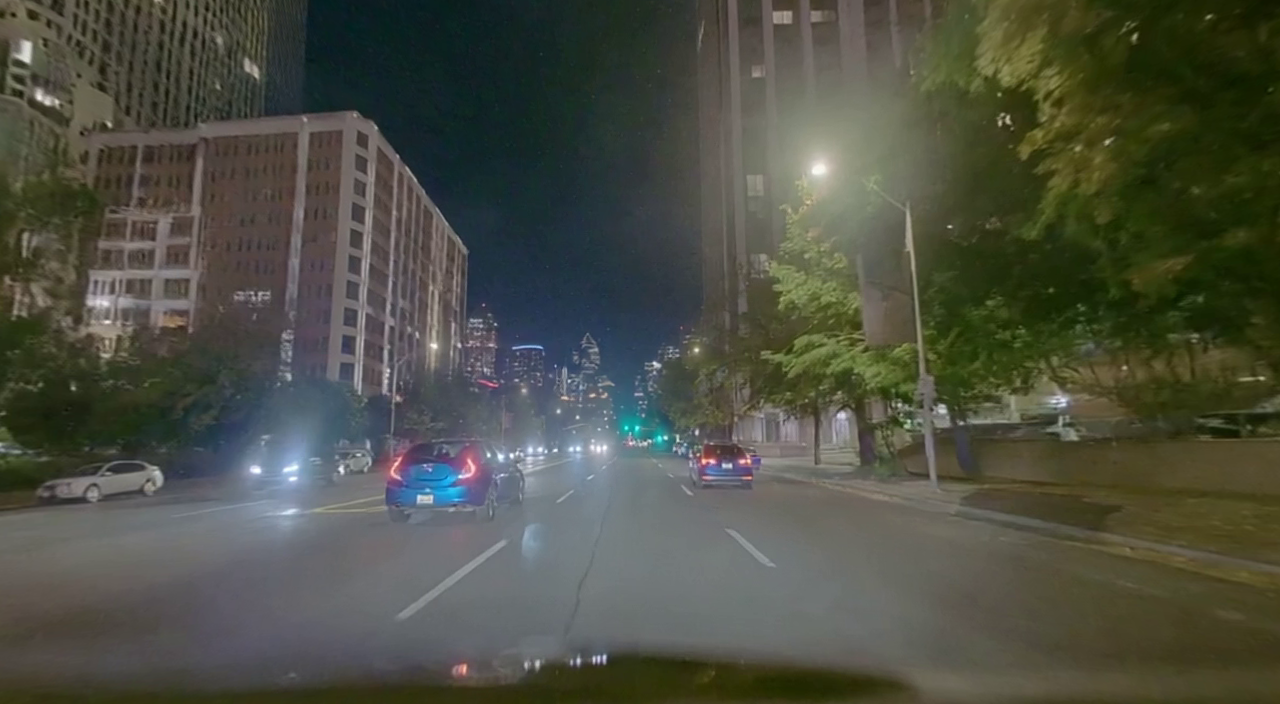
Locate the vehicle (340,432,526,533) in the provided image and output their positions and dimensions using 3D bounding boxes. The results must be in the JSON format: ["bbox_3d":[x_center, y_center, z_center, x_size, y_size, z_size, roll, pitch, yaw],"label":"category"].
[{"bbox_3d":[-3.537,2.301,11.736,2.062,1.527,4.044,0,-9,0],"label":"vehicle"}]

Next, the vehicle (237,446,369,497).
[{"bbox_3d":[-11.329,4.005,21.681,1.996,1.535,4.474,0,-9,1],"label":"vehicle"}]

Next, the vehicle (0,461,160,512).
[{"bbox_3d":[-17.917,4.231,20.251,1.884,1.362,4.151,-2,-9,-1],"label":"vehicle"}]

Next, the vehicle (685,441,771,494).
[{"bbox_3d":[2.641,3.613,20.160,1.978,1.471,4.426,0,-9,-2],"label":"vehicle"}]
